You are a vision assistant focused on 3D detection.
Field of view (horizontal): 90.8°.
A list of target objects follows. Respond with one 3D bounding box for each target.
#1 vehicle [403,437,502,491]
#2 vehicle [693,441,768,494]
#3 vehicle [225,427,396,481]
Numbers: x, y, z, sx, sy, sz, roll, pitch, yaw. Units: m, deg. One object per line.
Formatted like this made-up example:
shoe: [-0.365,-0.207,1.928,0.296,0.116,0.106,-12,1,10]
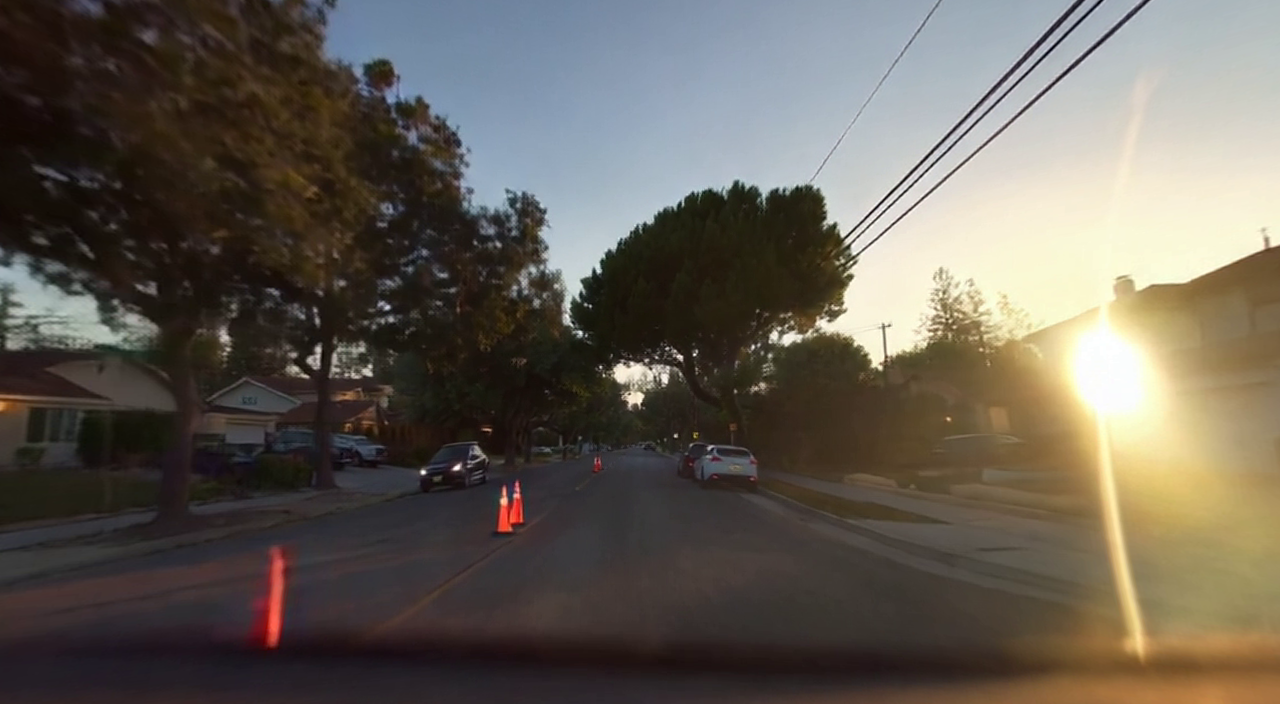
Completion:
vehicle: [-7.230,4.406,25.049,2.266,1.877,5.167,-1,-10,1]
vehicle: [3.076,4.014,22.344,1.896,1.602,4.571,1,-9,-1]
vehicle: [-15.308,4.777,29.727,6.526,2.046,2.522,3,-8,-2]
